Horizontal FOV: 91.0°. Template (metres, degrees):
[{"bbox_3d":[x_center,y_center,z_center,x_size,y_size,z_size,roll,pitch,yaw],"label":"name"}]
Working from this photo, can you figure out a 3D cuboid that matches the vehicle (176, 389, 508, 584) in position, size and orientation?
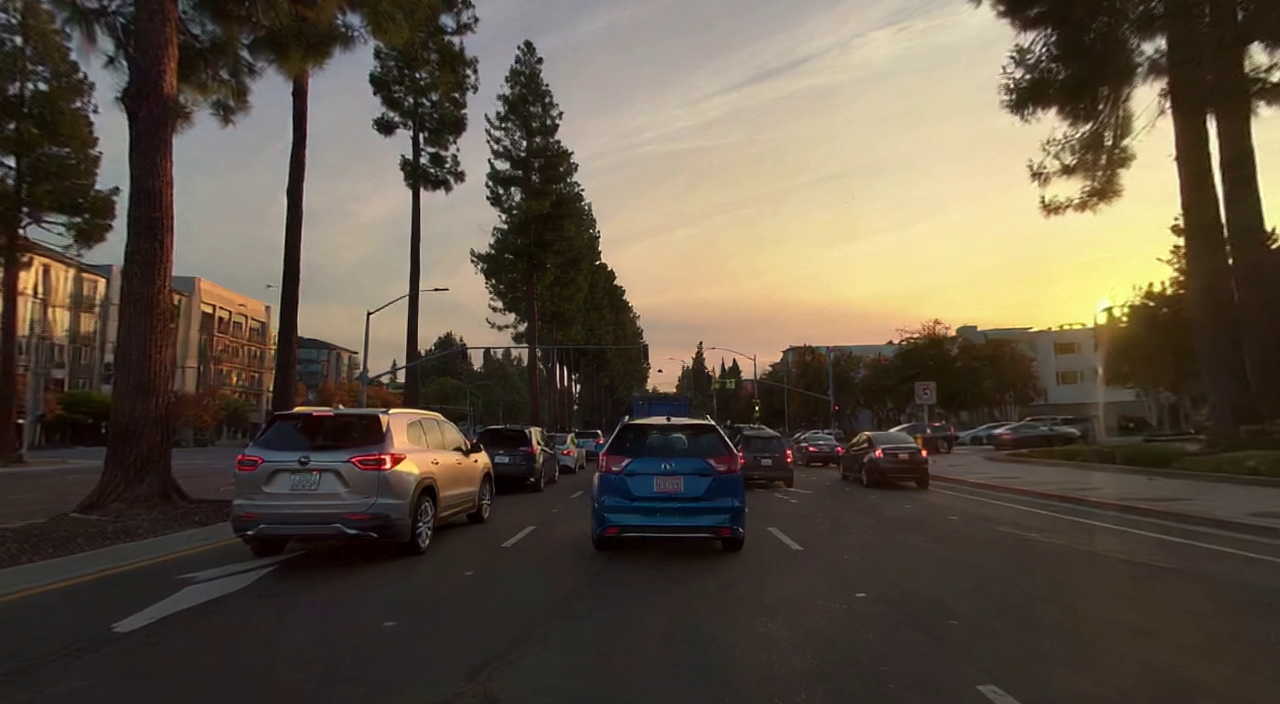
[{"bbox_3d":[-3.258,1.579,8.154,2.085,1.812,4.388,0,-8,1],"label":"vehicle"}]

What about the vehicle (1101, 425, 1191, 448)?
[{"bbox_3d":[35.818,6.037,44.712,4.632,1.580,1.801,-5,-10,31],"label":"vehicle"}]

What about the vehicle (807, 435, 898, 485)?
[{"bbox_3d":[7.359,3.768,22.280,2.067,1.599,4.251,-1,-8,5],"label":"vehicle"}]

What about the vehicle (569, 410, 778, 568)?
[{"bbox_3d":[0.377,1.750,8.774,2.189,1.649,4.171,0,-8,1],"label":"vehicle"}]
